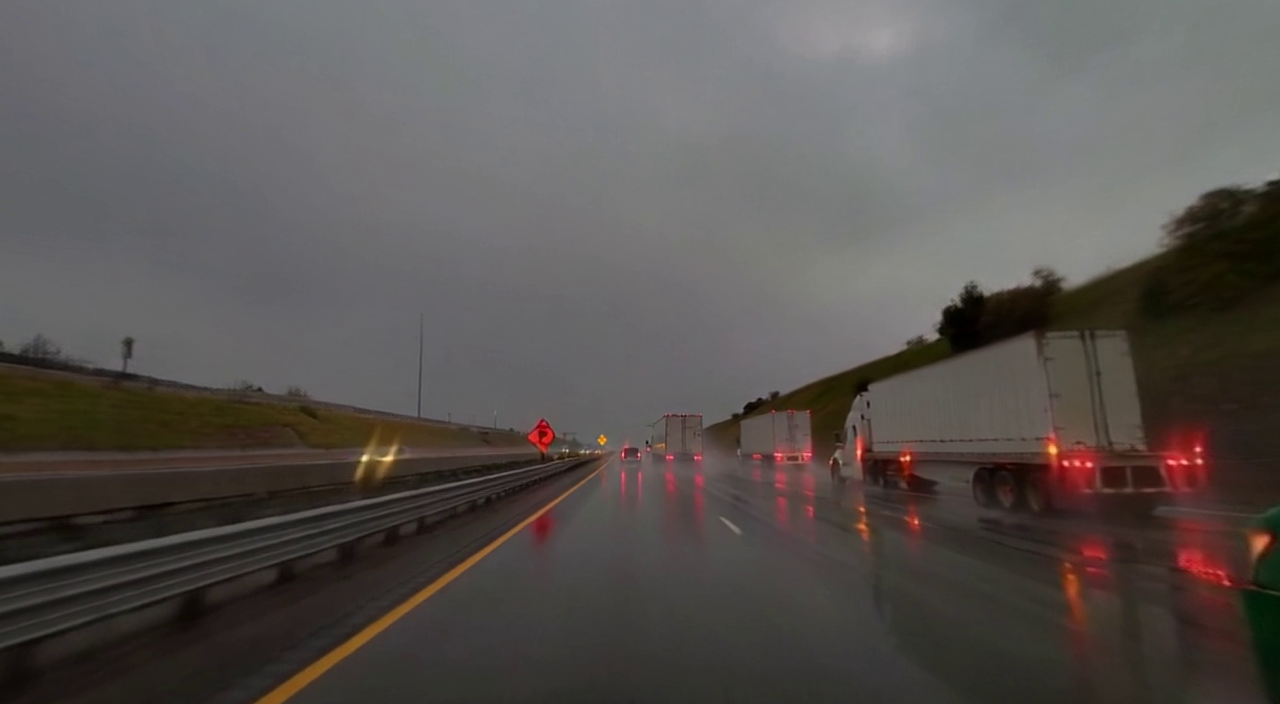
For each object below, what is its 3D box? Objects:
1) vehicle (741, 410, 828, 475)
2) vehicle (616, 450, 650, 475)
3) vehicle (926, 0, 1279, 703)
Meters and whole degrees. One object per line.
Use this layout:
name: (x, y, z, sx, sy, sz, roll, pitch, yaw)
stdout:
vehicle: (10.390, 6.928, 47.628, 2.854, 4.112, 14.088, 0, -9, -2)
vehicle: (-0.454, 6.660, 38.257, 1.927, 1.437, 3.794, 0, -9, -1)
vehicle: (3.567, -0.357, 1.171, 2.990, 3.934, 6.180, 0, -9, 0)
